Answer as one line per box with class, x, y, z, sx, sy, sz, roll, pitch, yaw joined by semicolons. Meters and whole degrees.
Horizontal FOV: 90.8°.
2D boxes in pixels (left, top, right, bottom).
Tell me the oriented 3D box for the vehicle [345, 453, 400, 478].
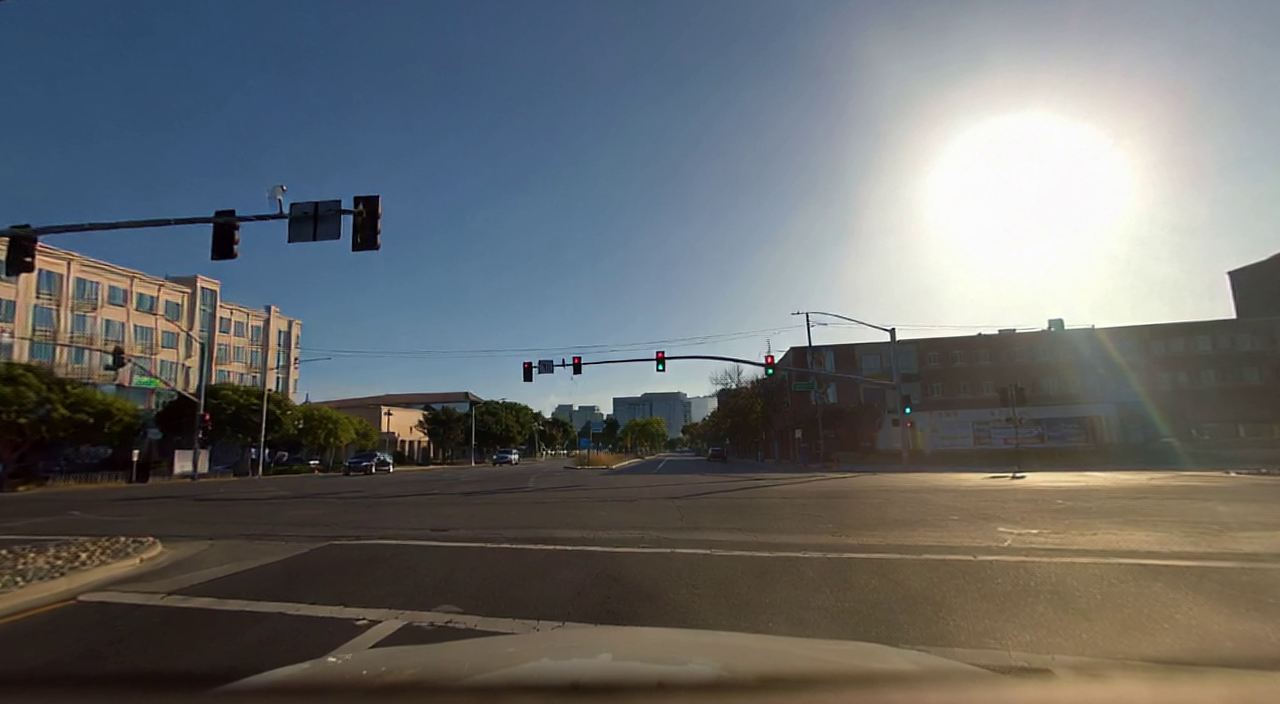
vehicle;-18.827;8.003;44.708;1.933;1.664;4.255;0;-9;1
